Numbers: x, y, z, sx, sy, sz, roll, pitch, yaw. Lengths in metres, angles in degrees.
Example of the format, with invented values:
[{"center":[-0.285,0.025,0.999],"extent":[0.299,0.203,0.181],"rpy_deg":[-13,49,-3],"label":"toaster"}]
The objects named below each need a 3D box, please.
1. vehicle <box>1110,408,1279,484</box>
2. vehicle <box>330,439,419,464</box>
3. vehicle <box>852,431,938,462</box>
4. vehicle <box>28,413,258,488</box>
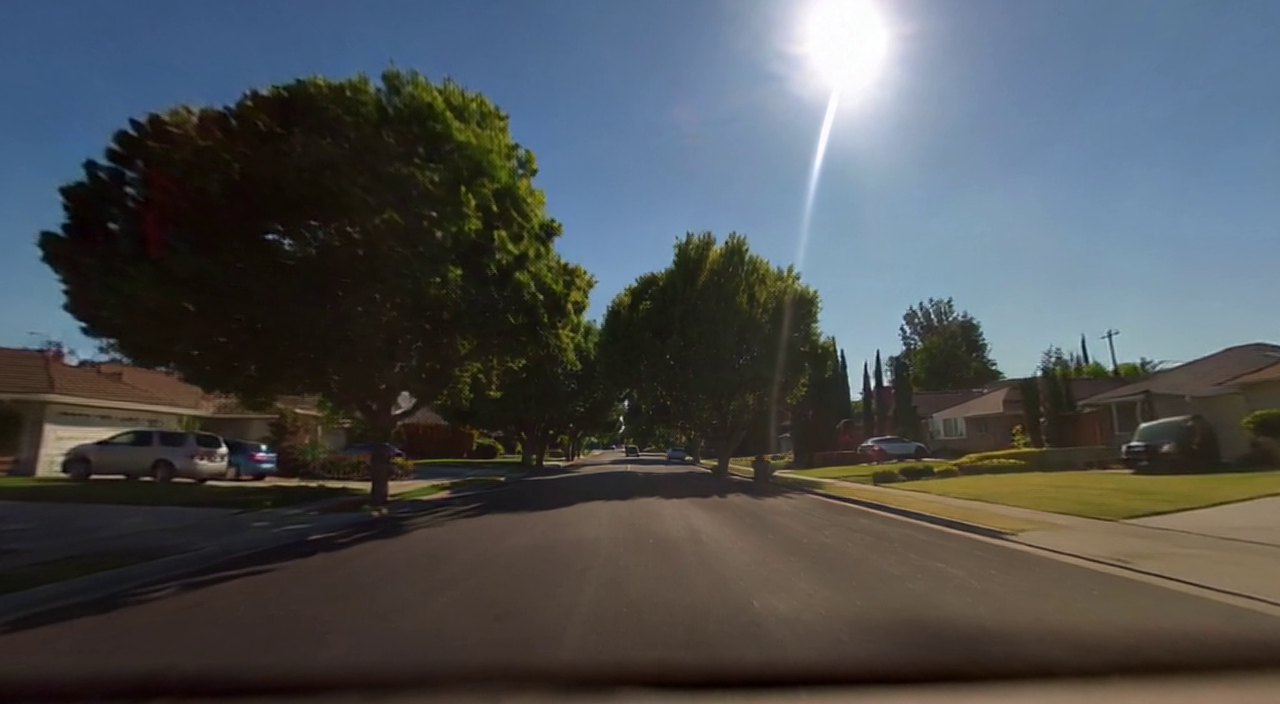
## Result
[{"center":[16.021,2.762,18.504],"extent":[2.288,1.880,4.939],"rpy_deg":[-4,-9,23],"label":"vehicle"},{"center":[-15.724,5.913,37.443],"extent":[4.351,1.474,2.015],"rpy_deg":[0,-9,-2],"label":"vehicle"},{"center":[15.334,5.667,37.868],"extent":[4.468,1.728,2.135],"rpy_deg":[3,-8,-20],"label":"vehicle"},{"center":[-15.538,3.091,19.975],"extent":[2.575,2.031,5.155],"rpy_deg":[-7,-11,39],"label":"vehicle"}]
